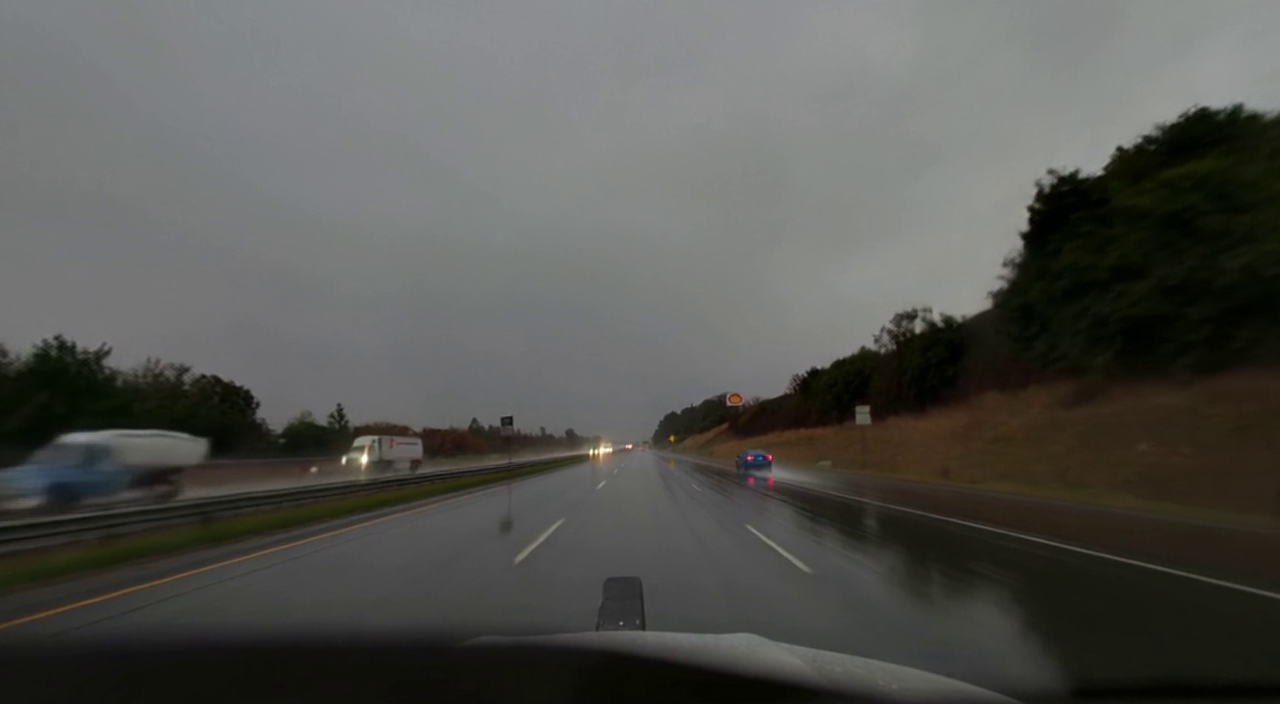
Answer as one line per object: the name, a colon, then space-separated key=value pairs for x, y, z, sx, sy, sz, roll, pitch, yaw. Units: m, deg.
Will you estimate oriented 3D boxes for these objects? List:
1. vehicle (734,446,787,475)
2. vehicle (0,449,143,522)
vehicle: x=6.599 y=5.983 z=35.011 sx=1.967 sy=1.472 sz=3.751 roll=0 pitch=-9 yaw=-3
vehicle: x=-19.401 y=4.223 z=20.622 sx=2.091 sy=2.078 sz=5.210 roll=0 pitch=-9 yaw=-1
